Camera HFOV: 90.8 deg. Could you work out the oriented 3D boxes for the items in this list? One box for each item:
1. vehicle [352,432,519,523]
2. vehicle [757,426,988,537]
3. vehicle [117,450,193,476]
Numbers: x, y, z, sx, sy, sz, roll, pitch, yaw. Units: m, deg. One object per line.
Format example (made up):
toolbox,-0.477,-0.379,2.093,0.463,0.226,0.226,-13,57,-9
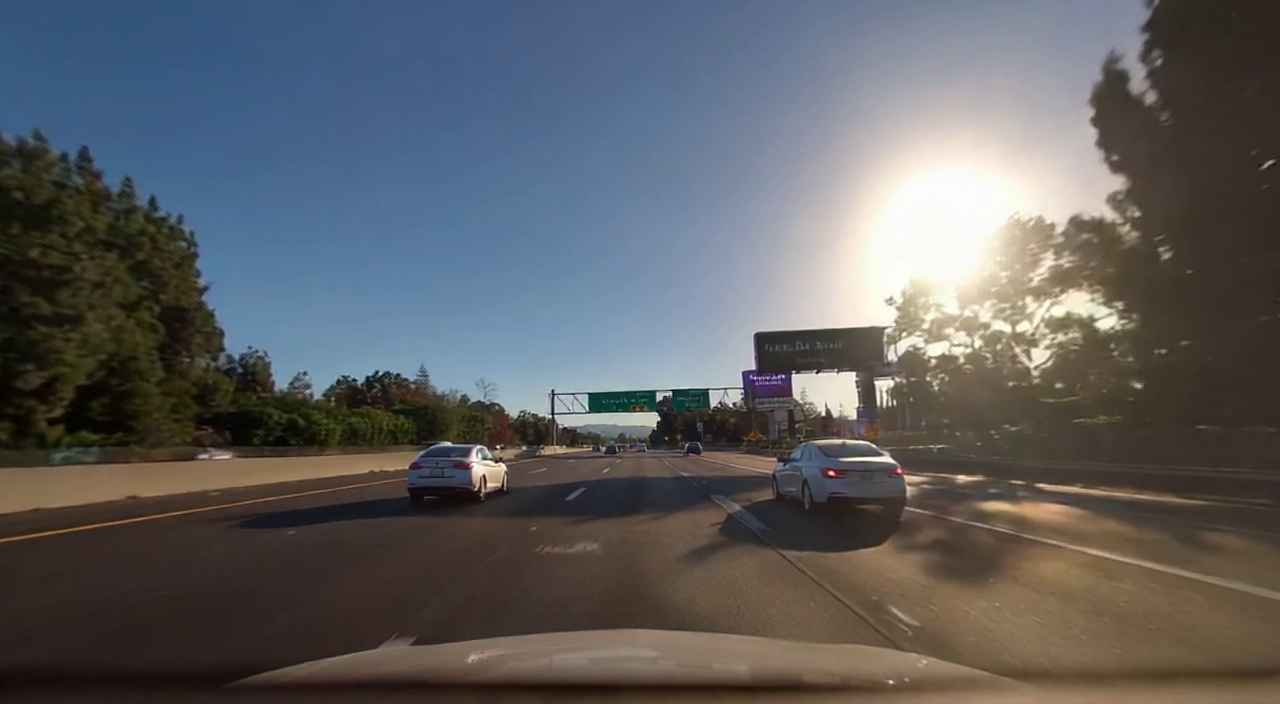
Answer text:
vehicle,-3.878,2.436,12.875,1.939,1.508,4.272,0,-8,1
vehicle,3.657,2.142,11.189,2.164,1.507,4.914,0,-8,-1
vehicle,-26.898,6.127,35.114,1.574,1.304,3.400,0,-8,-2
